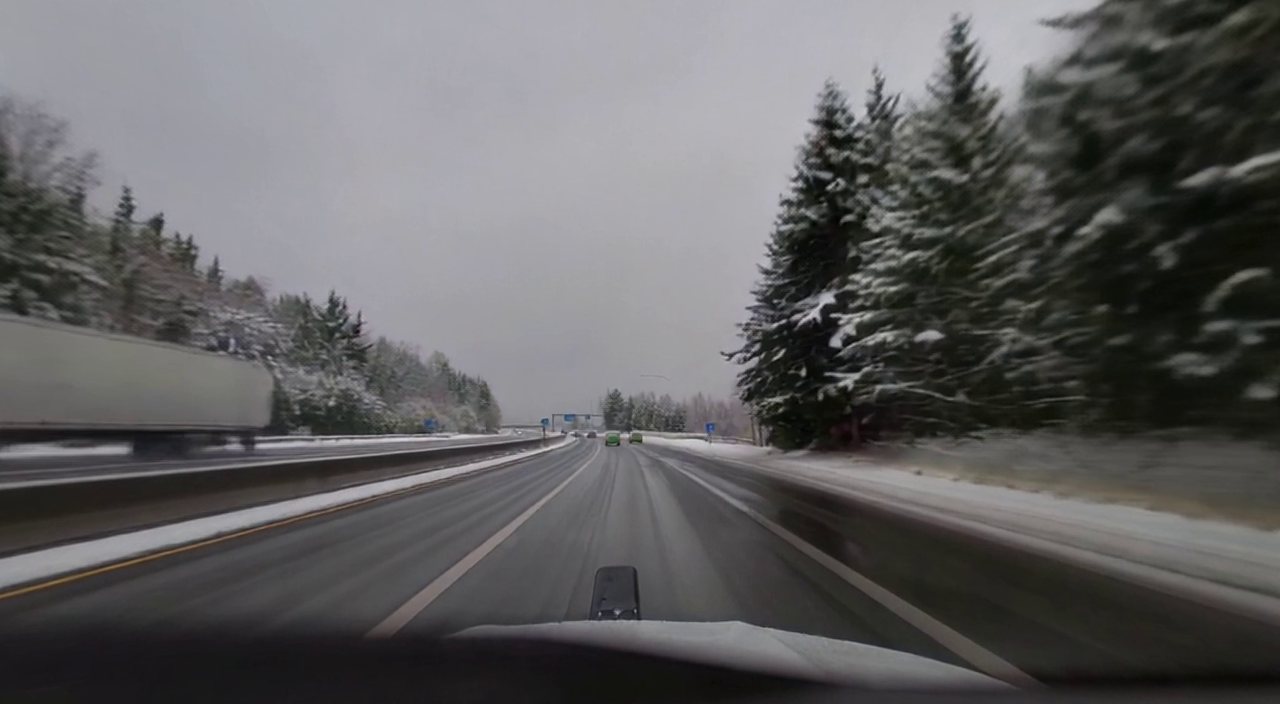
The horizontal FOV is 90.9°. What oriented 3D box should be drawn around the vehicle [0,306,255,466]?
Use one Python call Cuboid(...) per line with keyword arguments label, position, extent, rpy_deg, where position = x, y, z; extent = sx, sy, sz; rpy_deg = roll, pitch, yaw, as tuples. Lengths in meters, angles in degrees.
Cuboid(label="vehicle", position=(-17.345, 1.281, 18.800), extent=(2.903, 3.910, 14.634), rpy_deg=(0, -8, -2))
